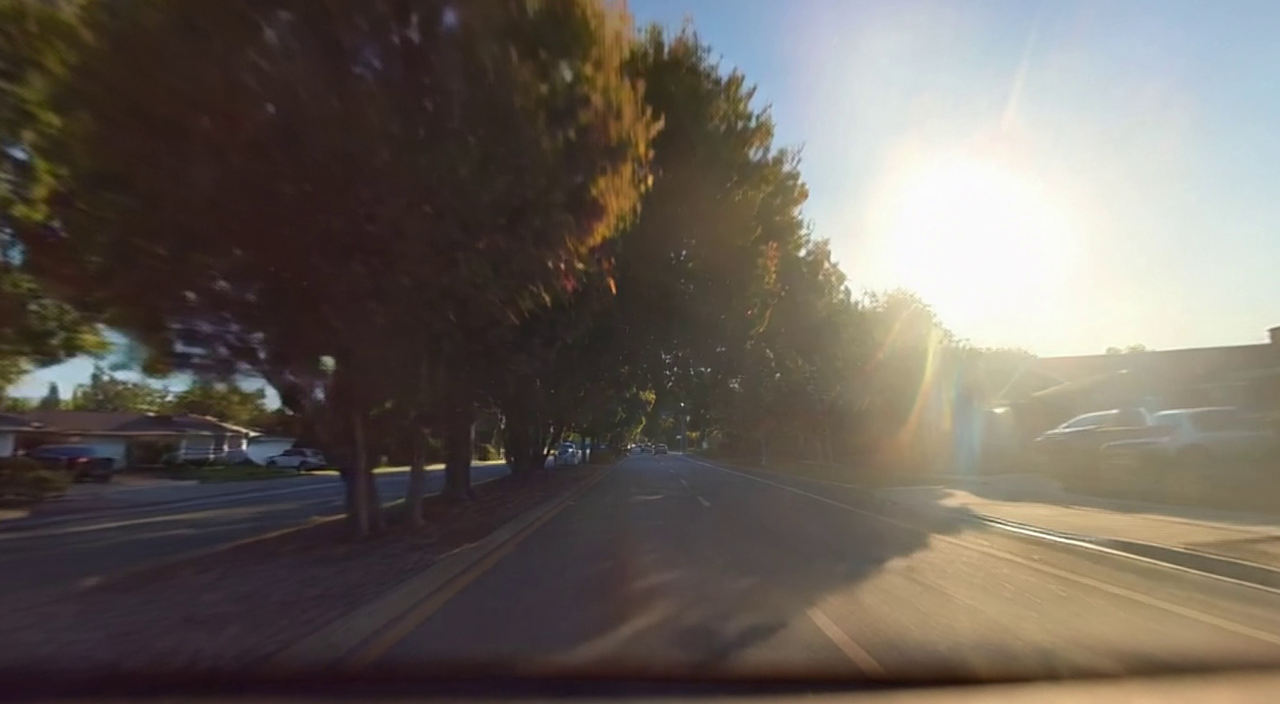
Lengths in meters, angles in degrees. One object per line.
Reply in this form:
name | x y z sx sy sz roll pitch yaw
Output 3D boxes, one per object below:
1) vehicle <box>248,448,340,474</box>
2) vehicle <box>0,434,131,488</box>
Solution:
vehicle | -21.294 6.705 38.961 4.503 1.529 1.860 1 -8 -7
vehicle | -24.495 4.423 25.654 5.636 1.965 2.262 -2 -7 1
